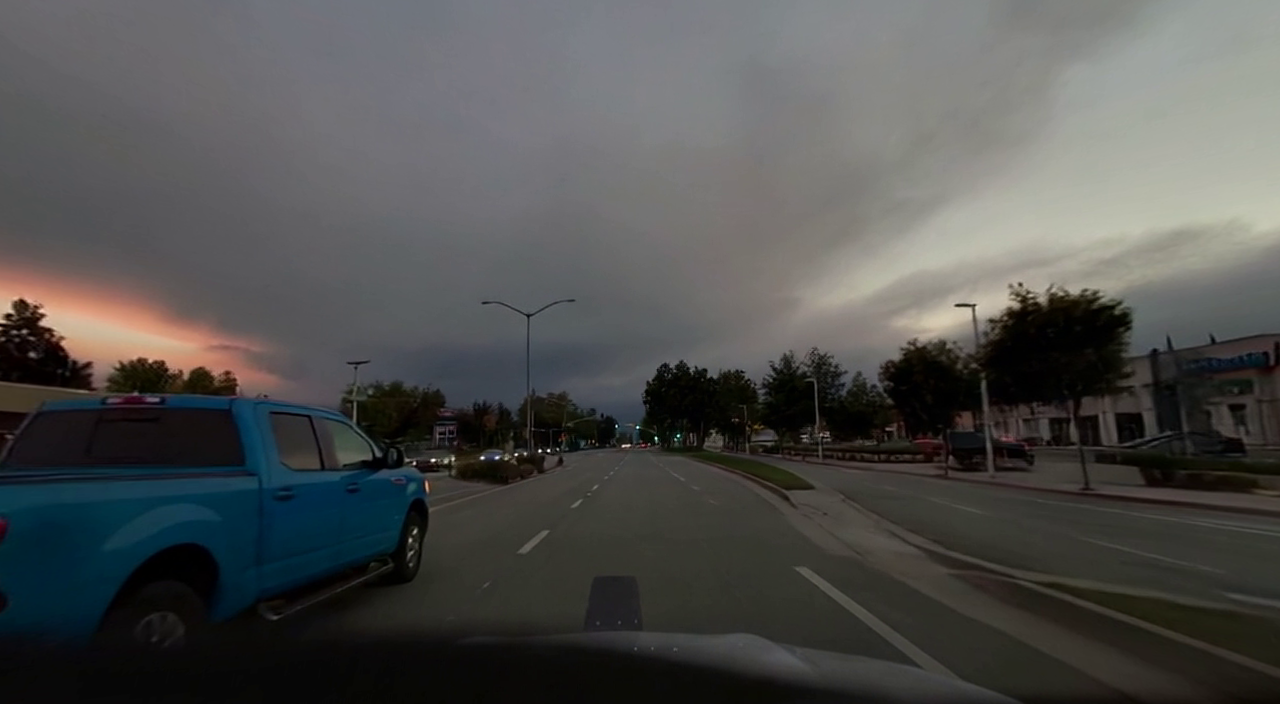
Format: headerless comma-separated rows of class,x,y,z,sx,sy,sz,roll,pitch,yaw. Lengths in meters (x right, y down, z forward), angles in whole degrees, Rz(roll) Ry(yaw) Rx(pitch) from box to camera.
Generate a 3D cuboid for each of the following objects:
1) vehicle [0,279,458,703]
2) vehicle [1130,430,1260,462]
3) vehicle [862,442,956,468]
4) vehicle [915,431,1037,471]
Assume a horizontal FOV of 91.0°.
vehicle,-2.973,0.978,3.876,2.065,1.790,5.417,0,-9,0
vehicle,27.441,4.670,31.233,4.604,1.487,1.911,0,-9,0
vehicle,15.445,5.922,36.316,4.582,1.432,1.822,0,-8,2
vehicle,15.310,4.563,28.863,4.332,1.744,2.115,1,-11,-4
